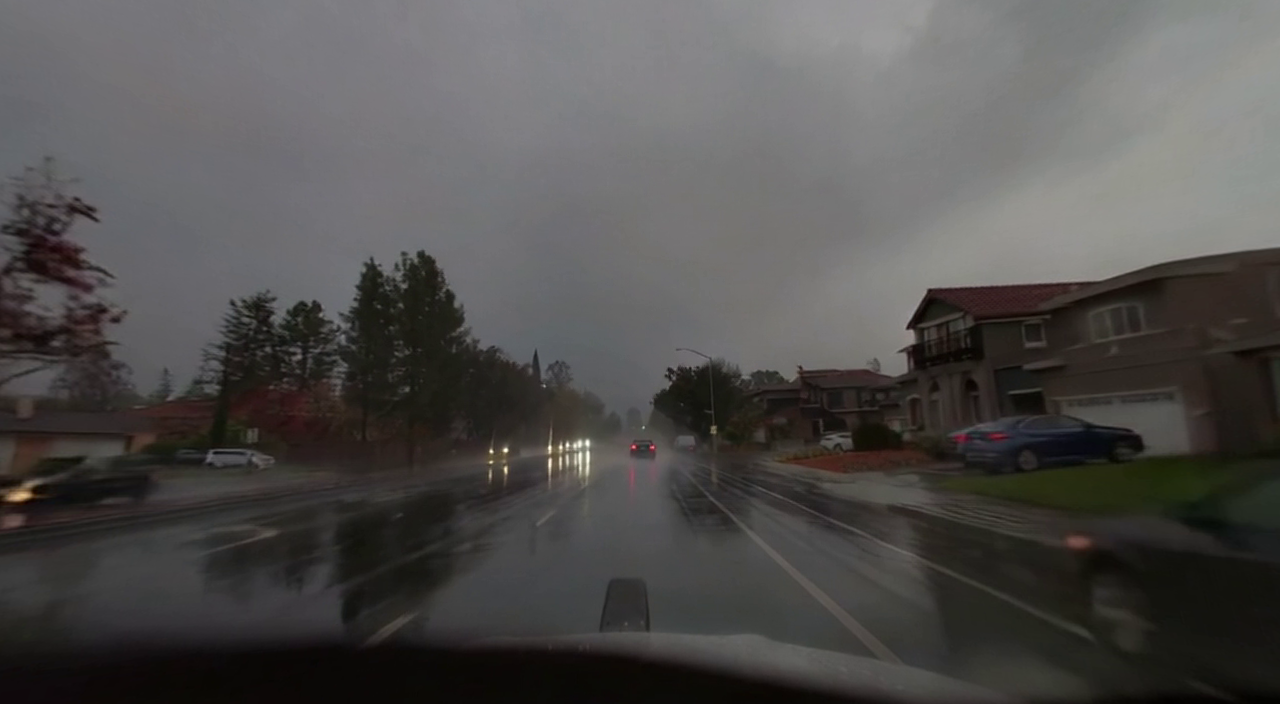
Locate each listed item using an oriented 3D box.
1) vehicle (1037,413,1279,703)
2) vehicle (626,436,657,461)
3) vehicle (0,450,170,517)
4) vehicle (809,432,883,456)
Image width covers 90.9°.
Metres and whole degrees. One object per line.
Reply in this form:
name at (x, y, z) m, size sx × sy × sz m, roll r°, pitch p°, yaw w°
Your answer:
vehicle at (4.102, 0.927, 2.326) m, size 2.080 × 1.469 × 4.898 m, roll 0°, pitch -9°, yaw 0°
vehicle at (0.089, 6.698, 43.800) m, size 2.024 × 1.655 × 4.301 m, roll 0°, pitch -9°, yaw 0°
vehicle at (-14.304, 3.156, 15.604) m, size 1.937 × 1.386 × 4.354 m, roll -1°, pitch -9°, yaw 1°
vehicle at (14.915, 6.693, 45.829) m, size 4.663 × 1.677 × 1.934 m, roll 0°, pitch -9°, yaw -2°
